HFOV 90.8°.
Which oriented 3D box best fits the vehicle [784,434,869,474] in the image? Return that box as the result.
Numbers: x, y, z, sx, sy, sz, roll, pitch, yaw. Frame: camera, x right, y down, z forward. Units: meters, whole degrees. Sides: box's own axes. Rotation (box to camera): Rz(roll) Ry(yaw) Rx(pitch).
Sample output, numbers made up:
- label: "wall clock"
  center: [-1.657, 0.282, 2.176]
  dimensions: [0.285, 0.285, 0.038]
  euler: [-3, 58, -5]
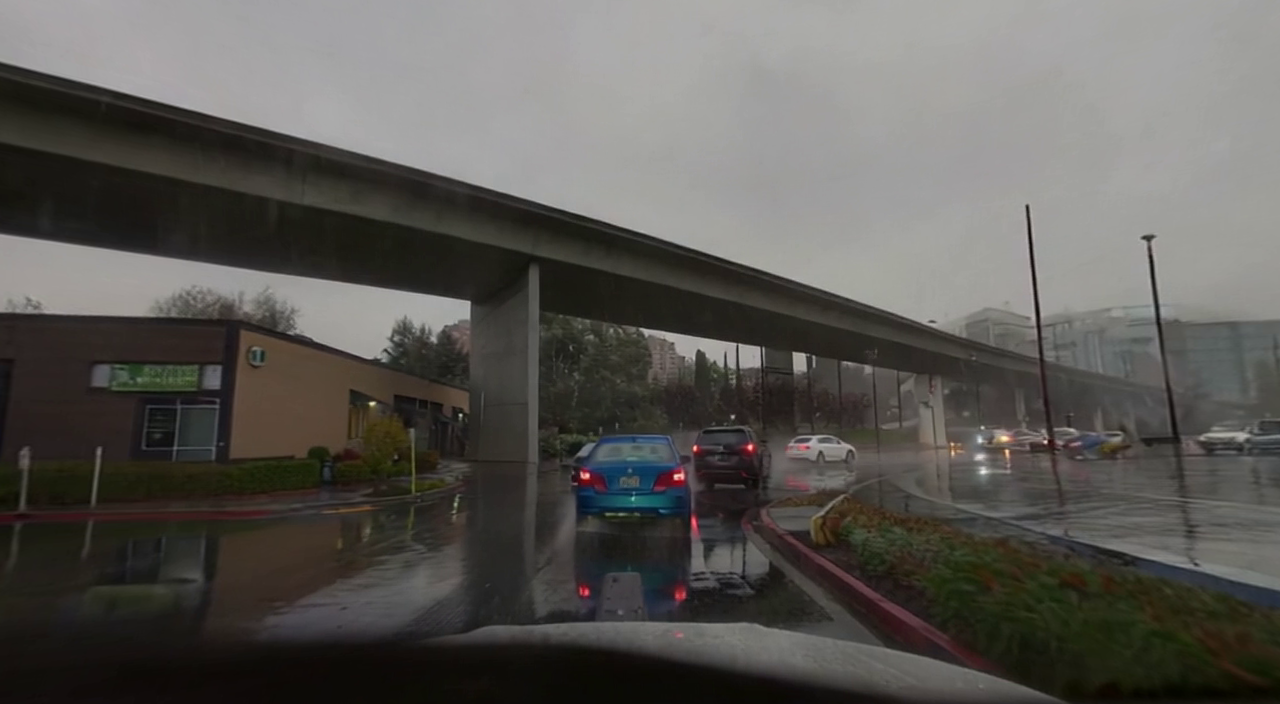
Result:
- label: "vehicle"
  center: [8.987, 4.844, 30.303]
  dimensions: [4.310, 1.762, 1.995]
  euler: [8, -12, -44]

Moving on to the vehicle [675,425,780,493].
- label: "vehicle"
  center: [2.968, 3.399, 20.456]
  dimensions: [2.241, 1.885, 4.771]
  euler: [-3, -9, 21]

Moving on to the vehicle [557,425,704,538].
- label: "vehicle"
  center: [-0.013, 2.197, 11.390]
  dimensions: [2.087, 1.578, 4.652]
  euler: [-1, -8, 3]
